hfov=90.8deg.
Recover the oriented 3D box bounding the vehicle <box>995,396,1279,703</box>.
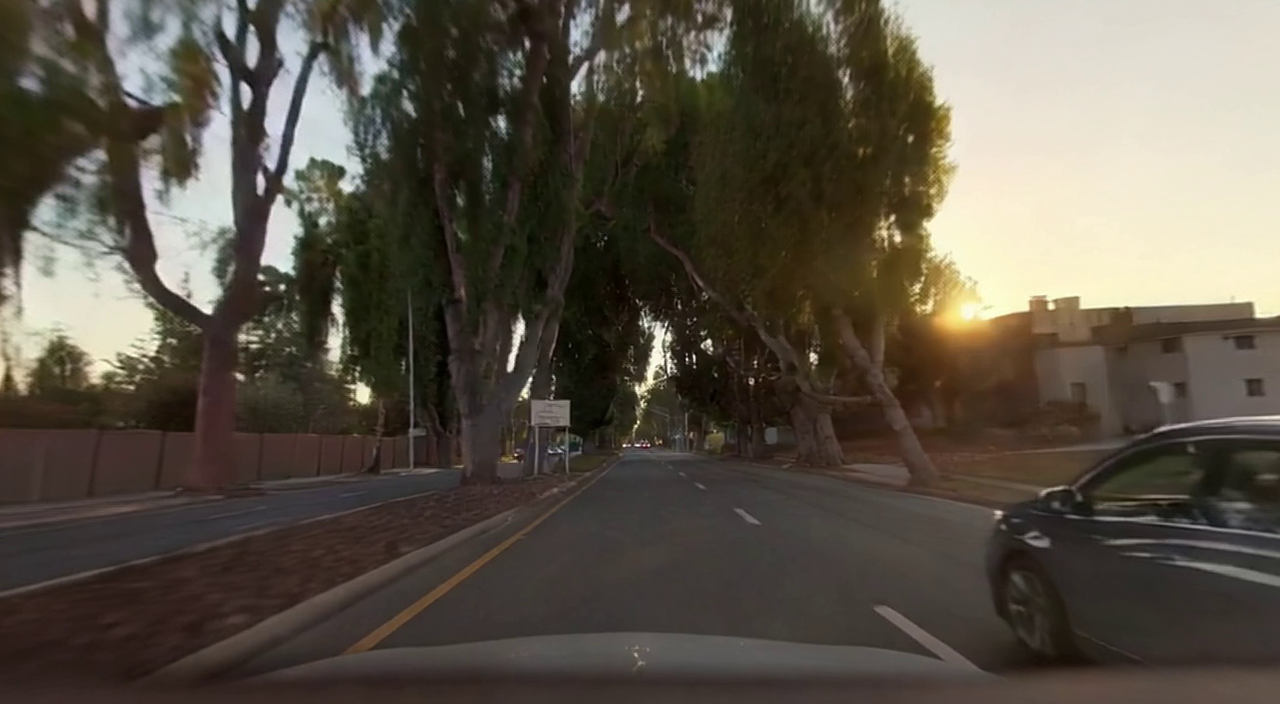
[{"bbox_3d":[3.481,0.901,2.174,1.985,1.529,4.316,0,-9,0],"label":"vehicle"}]
